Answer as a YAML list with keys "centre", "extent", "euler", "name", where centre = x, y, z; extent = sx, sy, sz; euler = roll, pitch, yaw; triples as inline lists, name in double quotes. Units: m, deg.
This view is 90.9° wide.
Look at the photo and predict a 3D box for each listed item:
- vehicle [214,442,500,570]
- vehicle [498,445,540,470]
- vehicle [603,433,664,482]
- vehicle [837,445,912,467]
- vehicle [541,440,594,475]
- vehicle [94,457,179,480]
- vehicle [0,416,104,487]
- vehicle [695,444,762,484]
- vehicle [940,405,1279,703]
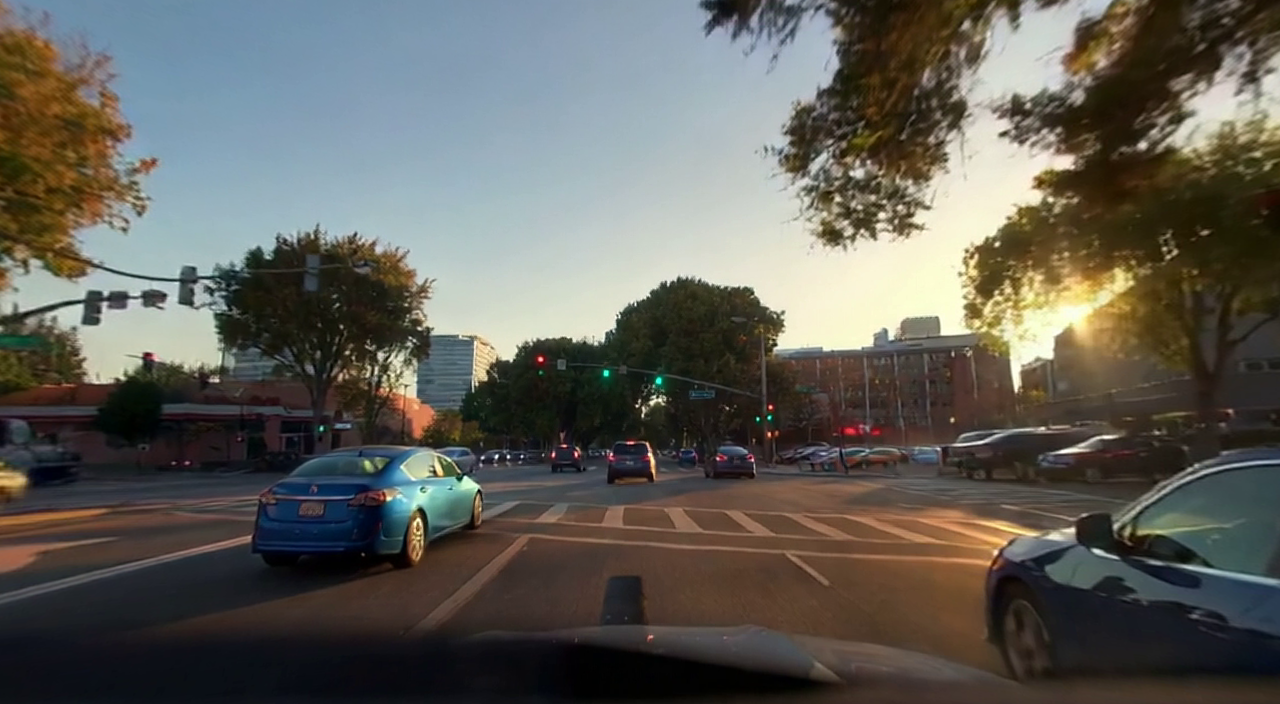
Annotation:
- centre: [-3.551, 1.976, 8.903]
  extent: [2.115, 1.369, 3.908]
  euler: [0, -8, 2]
  name: "vehicle"
- centre: [-8.766, 7.643, 46.009]
  extent: [2.059, 1.559, 4.709]
  euler: [-4, -8, 1]
  name: "vehicle"
- centre: [-0.245, 4.436, 26.784]
  extent: [2.361, 1.898, 4.465]
  euler: [0, -8, 0]
  name: "vehicle"
- centre: [16.209, 7.216, 43.741]
  extent: [4.407, 1.492, 1.930]
  euler: [0, -8, 2]
  name: "vehicle"
- centre: [-3.624, 5.342, 32.235]
  extent: [2.130, 1.645, 3.995]
  euler: [0, -8, 1]
  name: "vehicle"
- centre: [-36.616, 8.465, 45.949]
  extent: [4.458, 1.494, 1.849]
  euler: [4, -9, -26]
  name: "vehicle"
- centre: [-35.049, 5.185, 33.147]
  extent: [12.467, 3.385, 3.314]
  euler: [-2, -9, 13]
  name: "vehicle"
- centre: [3.500, 4.493, 25.699]
  extent: [2.058, 1.472, 4.317]
  euler: [0, -8, 0]
  name: "vehicle"
- centre: [3.137, 0.938, 2.171]
  extent: [2.052, 1.475, 4.540]
  euler: [0, -8, 1]
  name: "vehicle"
